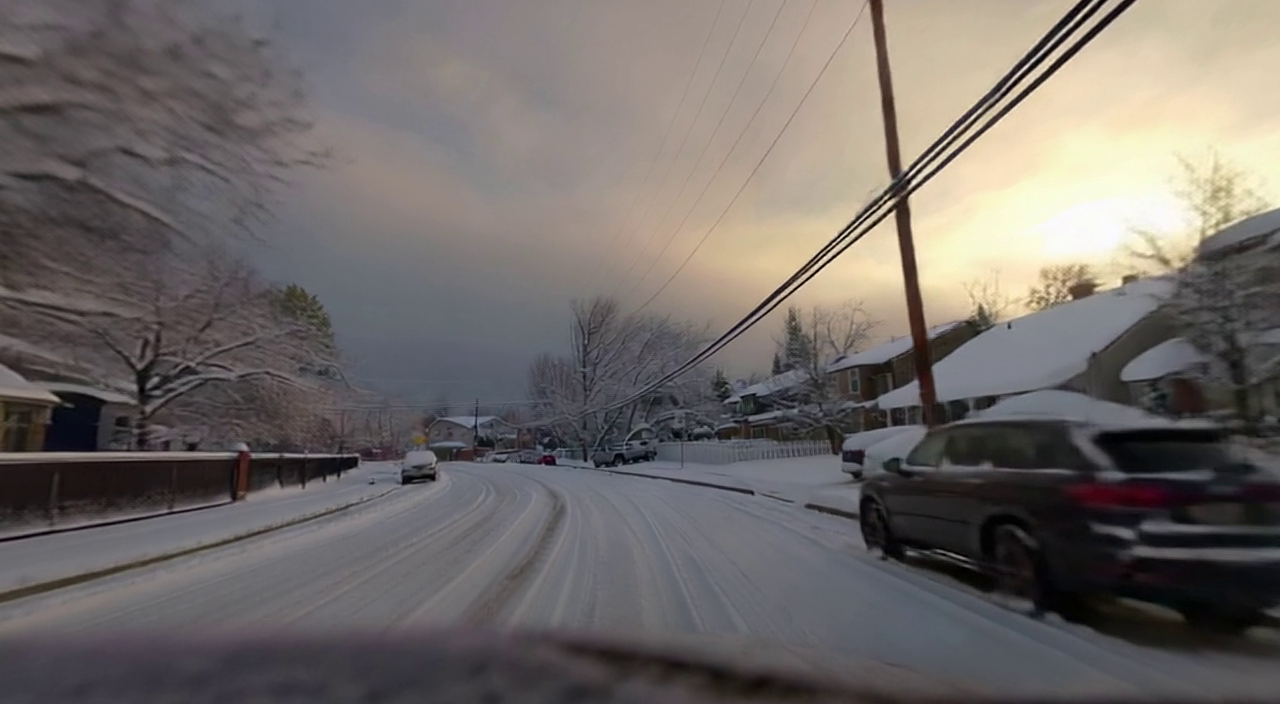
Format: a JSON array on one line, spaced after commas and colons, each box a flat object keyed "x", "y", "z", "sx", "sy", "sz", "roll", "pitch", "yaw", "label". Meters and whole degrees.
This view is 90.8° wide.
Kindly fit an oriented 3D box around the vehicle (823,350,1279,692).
[{"x": 3.704, "y": 1.313, "z": 6.119, "sx": 2.214, "sy": 1.962, "sz": 4.733, "roll": 0, "pitch": -9, "yaw": -3, "label": "vehicle"}]

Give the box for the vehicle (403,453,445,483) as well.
[{"x": -11.850, "y": 6.346, "z": 34.828, "sx": 1.902, "sy": 1.434, "sz": 4.313, "roll": 2, "pitch": -9, "yaw": -15, "label": "vehicle"}]
